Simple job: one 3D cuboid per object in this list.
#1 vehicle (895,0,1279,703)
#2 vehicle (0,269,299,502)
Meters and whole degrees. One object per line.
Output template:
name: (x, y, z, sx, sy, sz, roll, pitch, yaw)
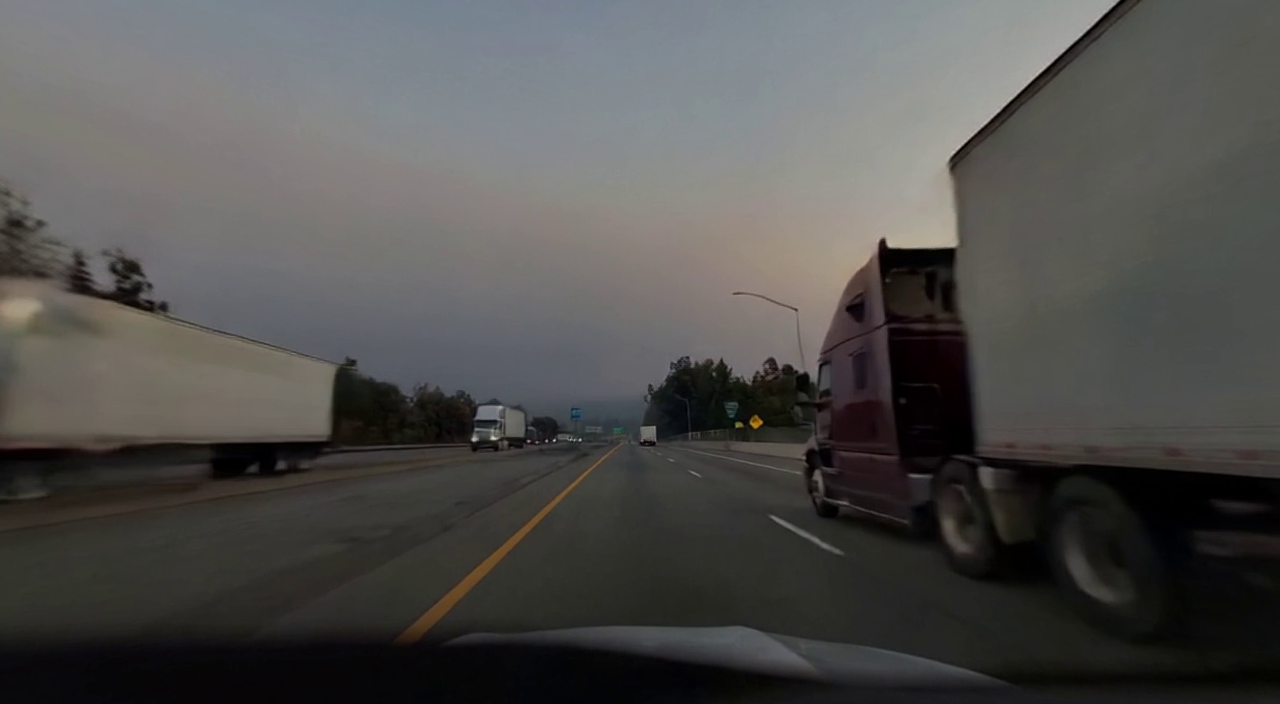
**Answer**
vehicle: (4.064, -0.619, 0.631, 2.911, 3.994, 10.840, 0, -8, -1)
vehicle: (-12.532, 1.187, 15.538, 2.933, 4.039, 9.567, 0, -8, -1)
